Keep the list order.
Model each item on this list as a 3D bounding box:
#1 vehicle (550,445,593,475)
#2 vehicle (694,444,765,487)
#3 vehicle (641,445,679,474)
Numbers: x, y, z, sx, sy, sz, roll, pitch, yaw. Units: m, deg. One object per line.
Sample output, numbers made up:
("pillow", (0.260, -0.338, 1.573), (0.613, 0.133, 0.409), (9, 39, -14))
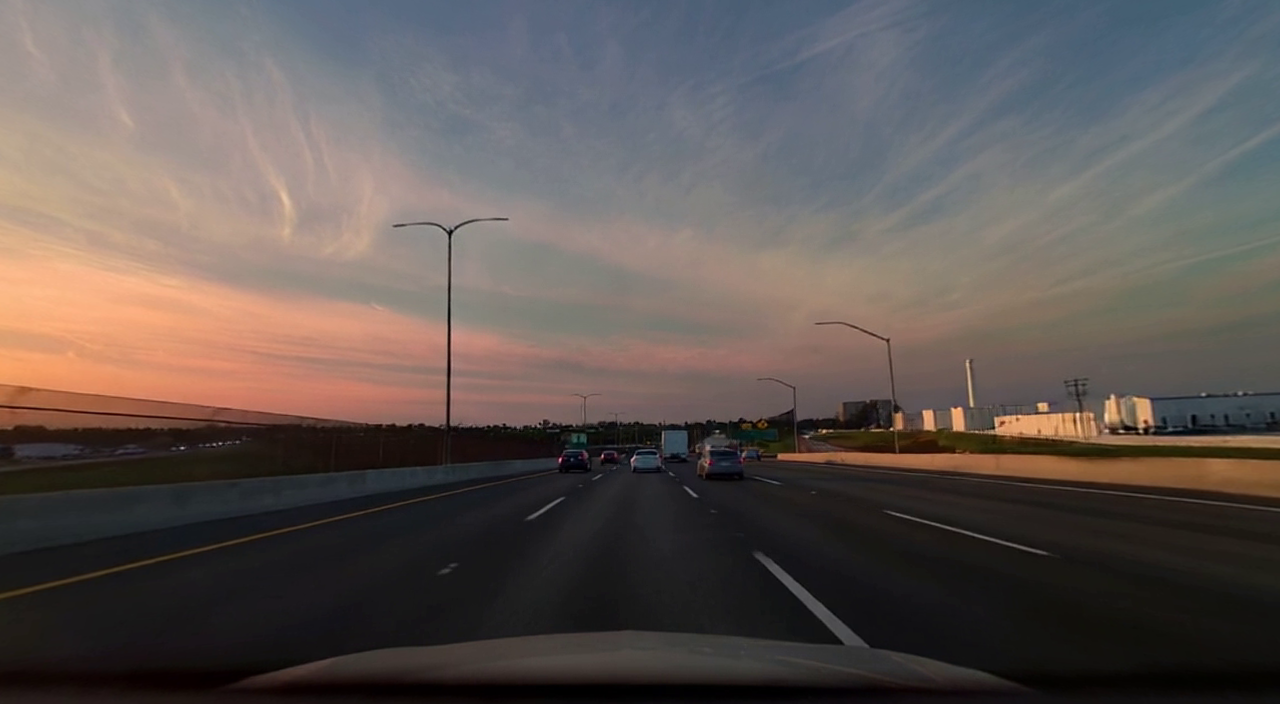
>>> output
("vehicle", (-3.971, 6.290, 37.019), (2.036, 1.669, 4.112), (0, -8, 0))
("vehicle", (3.249, 4.218, 23.818), (1.942, 1.453, 4.329), (0, -8, -1))
("vehicle", (1.147, 6.314, 37.465), (2.067, 1.555, 4.851), (-1, -8, 1))
